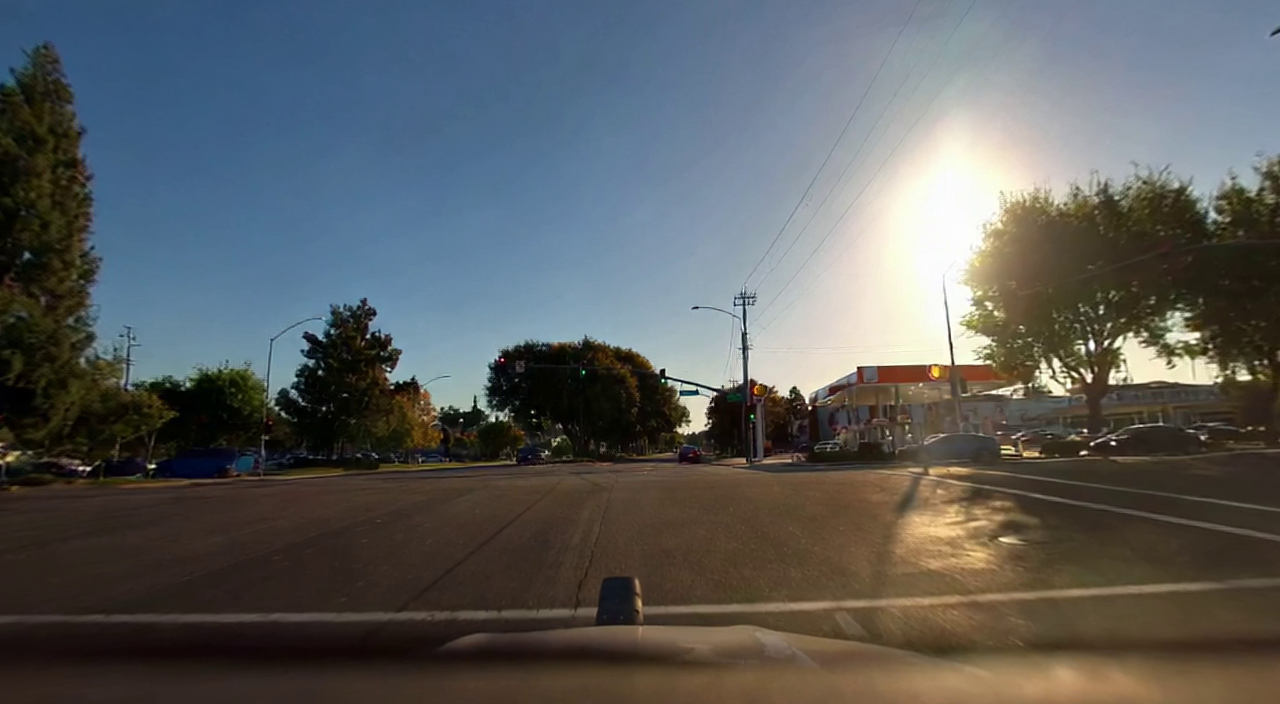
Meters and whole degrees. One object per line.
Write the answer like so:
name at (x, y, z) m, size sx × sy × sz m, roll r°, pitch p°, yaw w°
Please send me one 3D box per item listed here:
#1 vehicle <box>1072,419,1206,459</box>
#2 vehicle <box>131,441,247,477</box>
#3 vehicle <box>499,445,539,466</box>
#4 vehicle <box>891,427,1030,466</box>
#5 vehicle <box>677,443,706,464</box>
vehicle at (20.445, 3.592, 25.980) m, size 4.002 × 1.544 × 1.820 m, roll 0°, pitch -9°, yaw -4°
vehicle at (-33.374, 7.950, 46.928) m, size 6.708 × 2.544 × 2.452 m, roll 0°, pitch -9°, yaw 1°
vehicle at (-9.279, 7.990, 48.810) m, size 2.023 × 1.498 × 4.605 m, roll -1°, pitch -9°, yaw 3°
vehicle at (13.172, 3.917, 26.214) m, size 4.605 × 1.497 × 2.061 m, roll 0°, pitch -9°, yaw 0°
vehicle at (3.790, 7.556, 47.208) m, size 1.908 × 1.492 × 3.977 m, roll 0°, pitch -9°, yaw 1°
